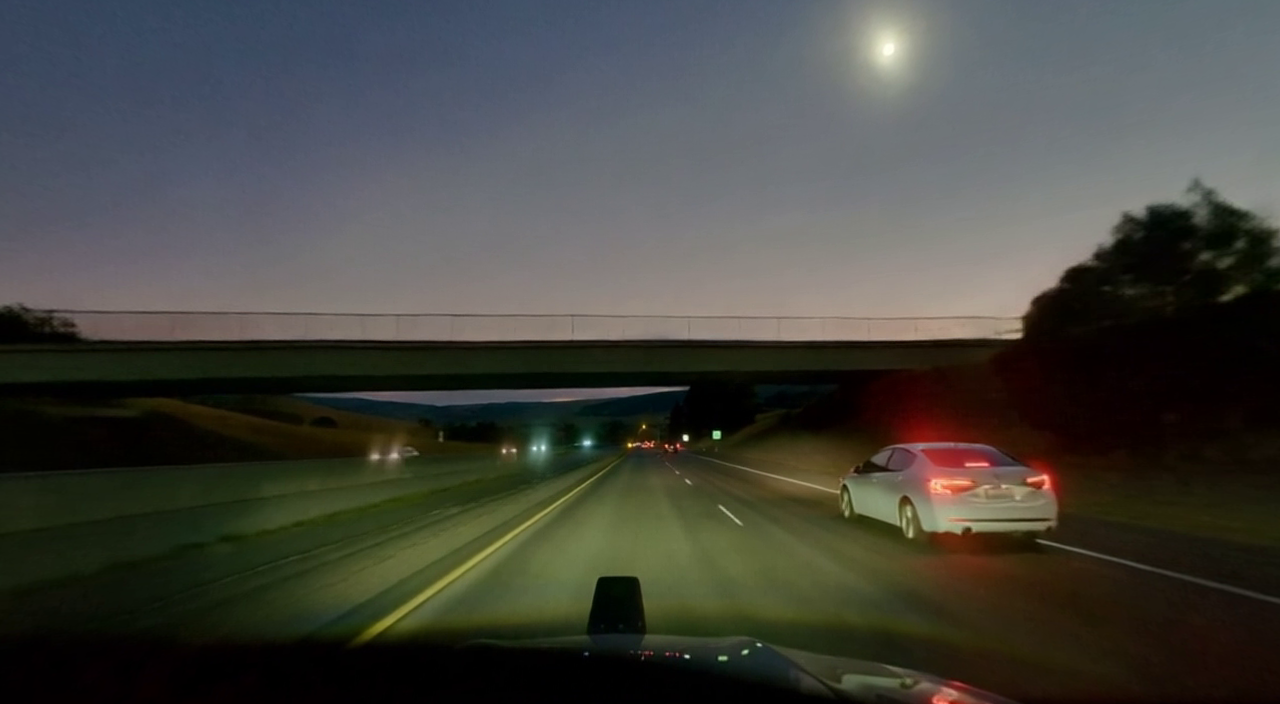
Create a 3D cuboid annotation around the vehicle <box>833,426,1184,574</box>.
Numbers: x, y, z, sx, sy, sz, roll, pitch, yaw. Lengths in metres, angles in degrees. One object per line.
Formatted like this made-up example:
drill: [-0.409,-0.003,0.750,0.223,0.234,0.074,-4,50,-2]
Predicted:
vehicle: [4.519,1.862,8.877,2.027,1.487,4.718,0,-8,-1]
